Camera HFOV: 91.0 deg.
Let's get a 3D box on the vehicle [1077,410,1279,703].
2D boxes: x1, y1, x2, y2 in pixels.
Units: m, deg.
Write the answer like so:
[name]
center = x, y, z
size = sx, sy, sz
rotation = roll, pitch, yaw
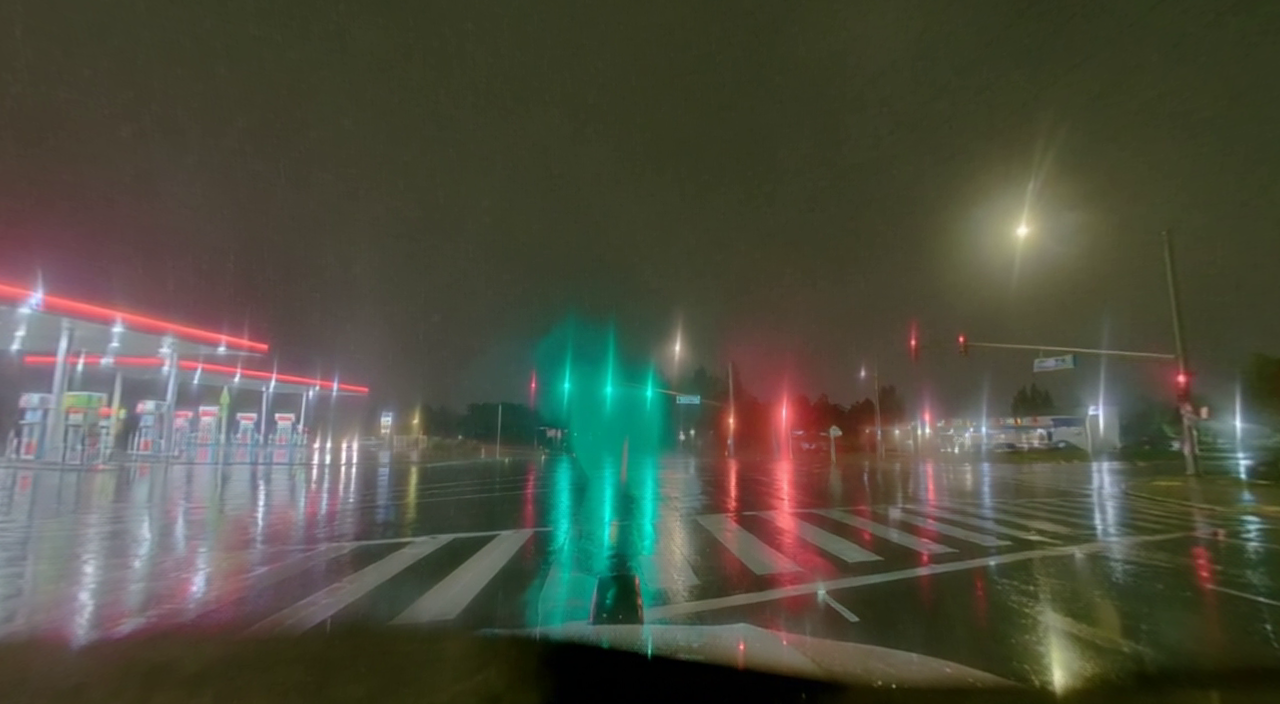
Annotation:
[vehicle]
center = 3.323, 0.745, 1.023
size = 2.023, 1.437, 4.477
rotation = 0, -9, 0
